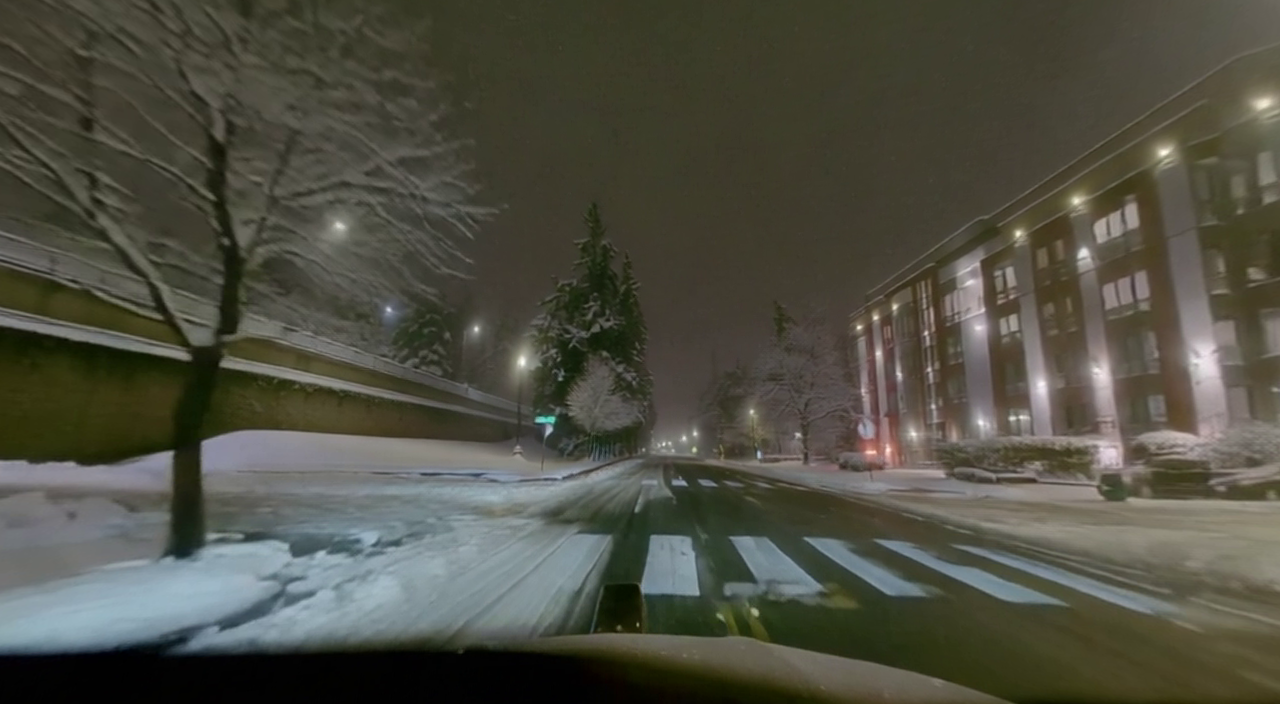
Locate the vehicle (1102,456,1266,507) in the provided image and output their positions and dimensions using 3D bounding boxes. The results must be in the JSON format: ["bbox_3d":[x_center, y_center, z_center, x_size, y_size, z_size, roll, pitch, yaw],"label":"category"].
[{"bbox_3d":[20.600,4.845,24.009,2.066,1.654,4.269,7,-11,-37],"label":"vehicle"}]
